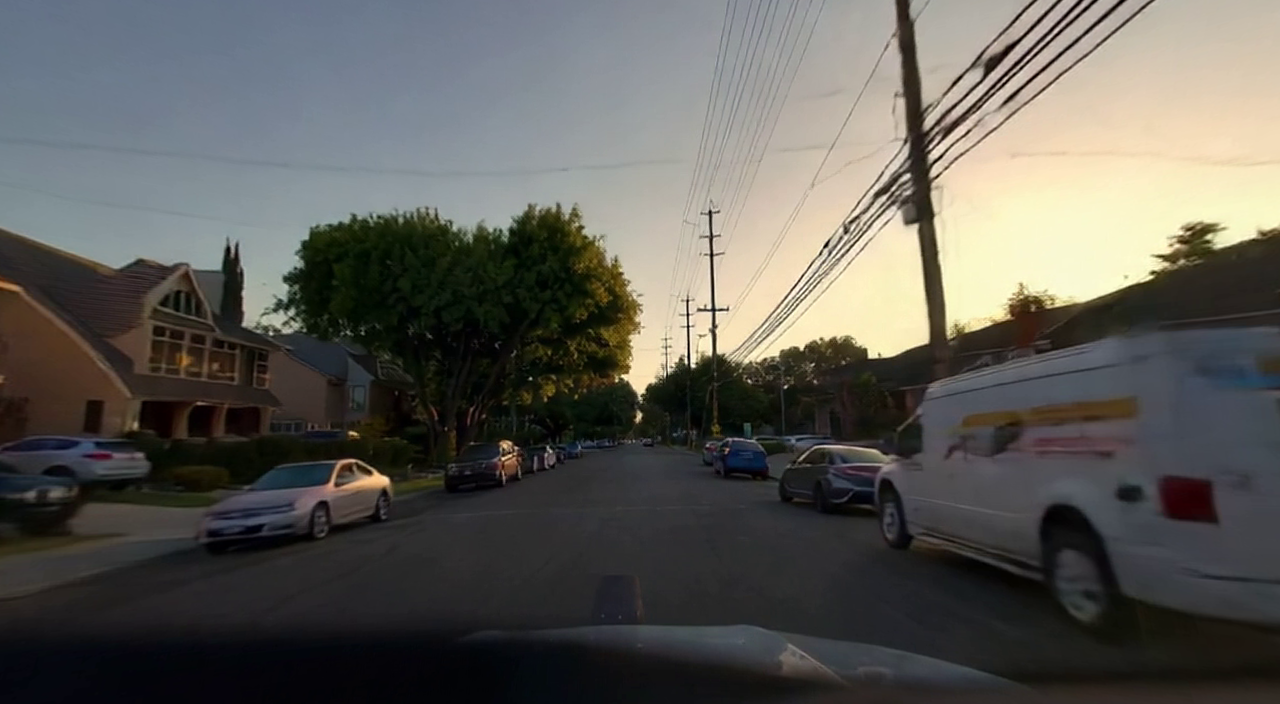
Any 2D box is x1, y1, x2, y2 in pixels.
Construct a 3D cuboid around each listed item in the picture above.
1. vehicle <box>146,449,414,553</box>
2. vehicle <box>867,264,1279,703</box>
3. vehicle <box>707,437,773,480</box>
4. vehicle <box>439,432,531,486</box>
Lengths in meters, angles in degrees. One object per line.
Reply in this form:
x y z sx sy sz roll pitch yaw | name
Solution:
-6.078 2.528 11.518 2.048 1.438 4.728 -1 -9 1 | vehicle
4.136 1.066 5.392 2.396 2.164 5.381 0 -9 1 | vehicle
3.878 4.195 25.031 1.848 1.550 4.054 0 -9 -1 | vehicle
-6.037 4.249 25.315 2.322 1.913 5.582 0 -9 -1 | vehicle
